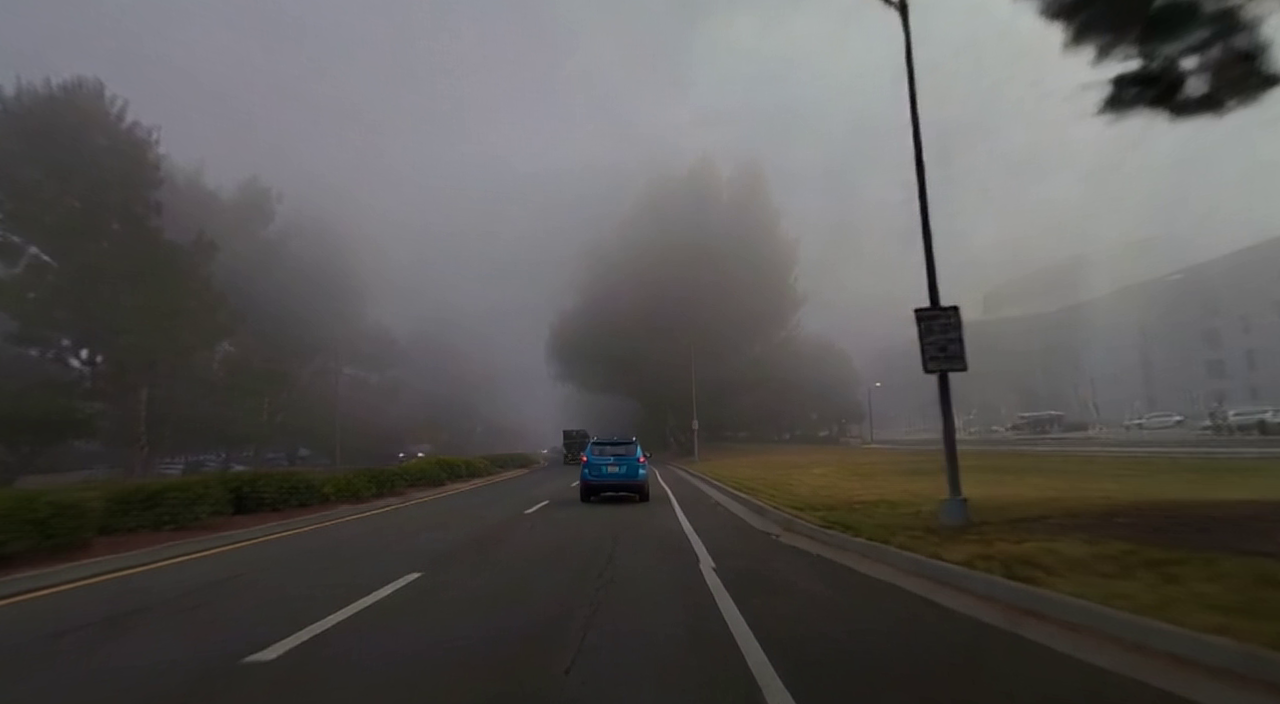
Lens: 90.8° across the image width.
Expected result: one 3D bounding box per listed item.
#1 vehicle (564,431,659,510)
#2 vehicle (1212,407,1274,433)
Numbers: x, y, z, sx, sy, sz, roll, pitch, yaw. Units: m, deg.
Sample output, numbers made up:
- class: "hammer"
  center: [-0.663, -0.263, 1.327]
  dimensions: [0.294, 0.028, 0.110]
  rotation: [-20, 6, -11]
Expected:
- class: "vehicle"
  center: [-0.659, 2.975, 16.363]
  dimensions: [2.131, 1.761, 4.242]
  rotation: [0, -8, 0]
- class: "vehicle"
  center: [42.978, 4.907, 45.130]
  dimensions: [2.042, 1.634, 4.326]
  rotation: [-4, -9, 29]
